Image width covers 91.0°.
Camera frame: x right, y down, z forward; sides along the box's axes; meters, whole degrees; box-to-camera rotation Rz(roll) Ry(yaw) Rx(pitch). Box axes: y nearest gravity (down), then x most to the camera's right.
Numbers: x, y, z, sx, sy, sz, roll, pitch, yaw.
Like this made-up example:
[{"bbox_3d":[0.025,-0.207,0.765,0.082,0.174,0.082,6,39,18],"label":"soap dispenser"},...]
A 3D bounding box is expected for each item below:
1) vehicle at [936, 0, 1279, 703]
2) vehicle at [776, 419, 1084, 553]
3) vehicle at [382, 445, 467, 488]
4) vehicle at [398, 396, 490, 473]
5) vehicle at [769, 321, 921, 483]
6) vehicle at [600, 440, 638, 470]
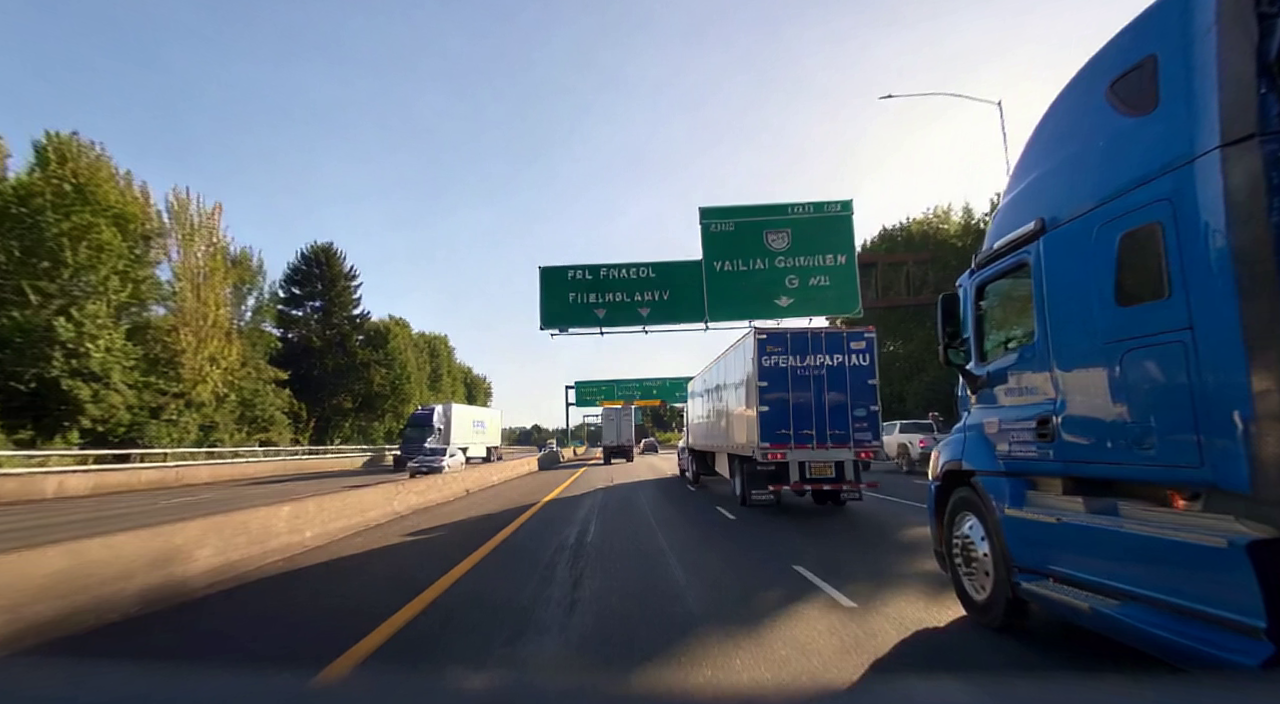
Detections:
[{"bbox_3d":[4.023,-0.177,2.065,2.951,3.857,5.902,0,-8,-1],"label":"vehicle"},{"bbox_3d":[4.355,1.827,9.366,4.253,1.543,2.045,4,-9,-31],"label":"vehicle"},{"bbox_3d":[-9.007,4.800,26.763,2.045,1.603,4.731,0,-8,-1],"label":"vehicle"},{"bbox_3d":[-13.497,5.952,44.837,2.972,4.669,12.286,0,-8,-2],"label":"vehicle"},{"bbox_3d":[4.079,1.054,12.943,2.244,3.047,2.035,0,-8,-2],"label":"vehicle"},{"bbox_3d":[-1.111,5.532,34.045,1.943,1.491,3.459,0,-8,-1],"label":"vehicle"}]
